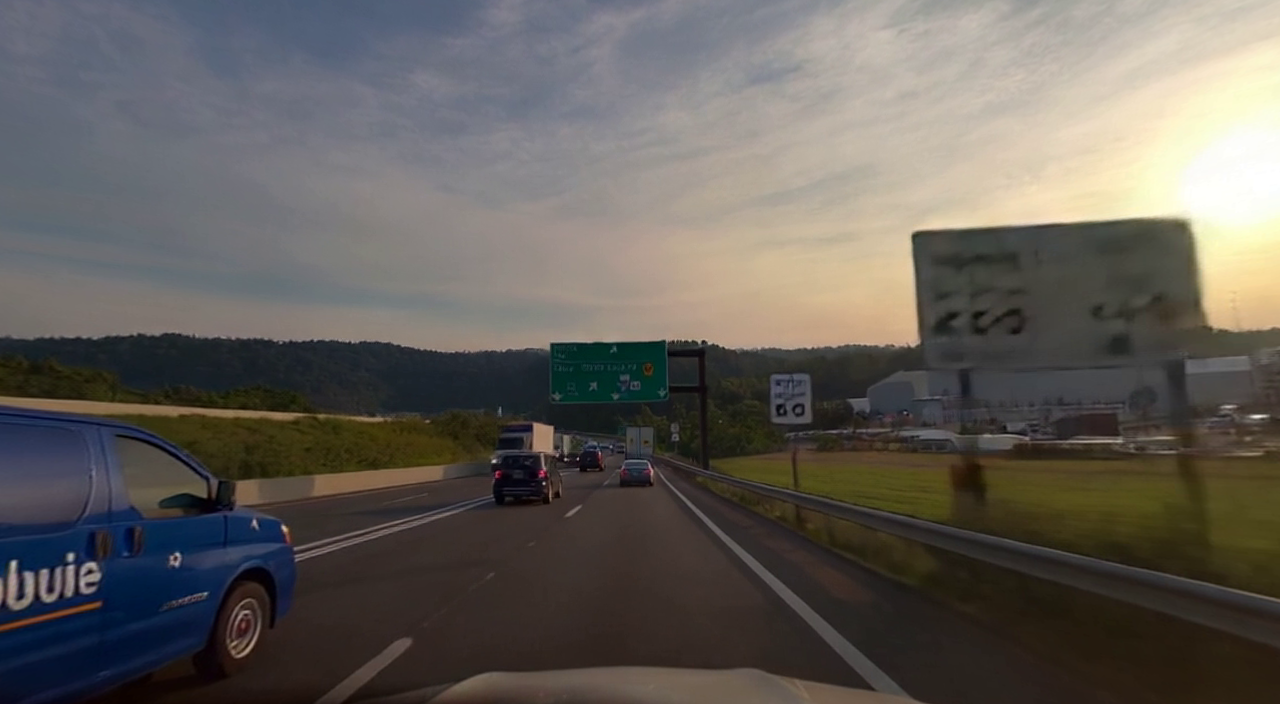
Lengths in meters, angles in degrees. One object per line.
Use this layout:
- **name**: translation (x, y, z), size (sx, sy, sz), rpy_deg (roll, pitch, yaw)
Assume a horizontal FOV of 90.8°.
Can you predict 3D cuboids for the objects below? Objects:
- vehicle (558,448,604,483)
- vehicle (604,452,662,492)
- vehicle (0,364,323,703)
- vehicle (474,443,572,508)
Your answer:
- **vehicle**: translation (-3.022, 5.925, 33.167), size (1.994, 1.663, 4.047), rpy_deg (-1, -9, 1)
- **vehicle**: translation (-0.253, 4.641, 24.796), size (2.095, 1.393, 3.908), rpy_deg (0, -9, 0)
- **vehicle**: translation (-3.234, 0.870, 1.945), size (2.117, 1.688, 4.582), rpy_deg (0, -9, 0)
- **vehicle**: translation (-3.185, 3.457, 18.067), size (1.937, 1.600, 4.141), rpy_deg (-1, -9, 1)
